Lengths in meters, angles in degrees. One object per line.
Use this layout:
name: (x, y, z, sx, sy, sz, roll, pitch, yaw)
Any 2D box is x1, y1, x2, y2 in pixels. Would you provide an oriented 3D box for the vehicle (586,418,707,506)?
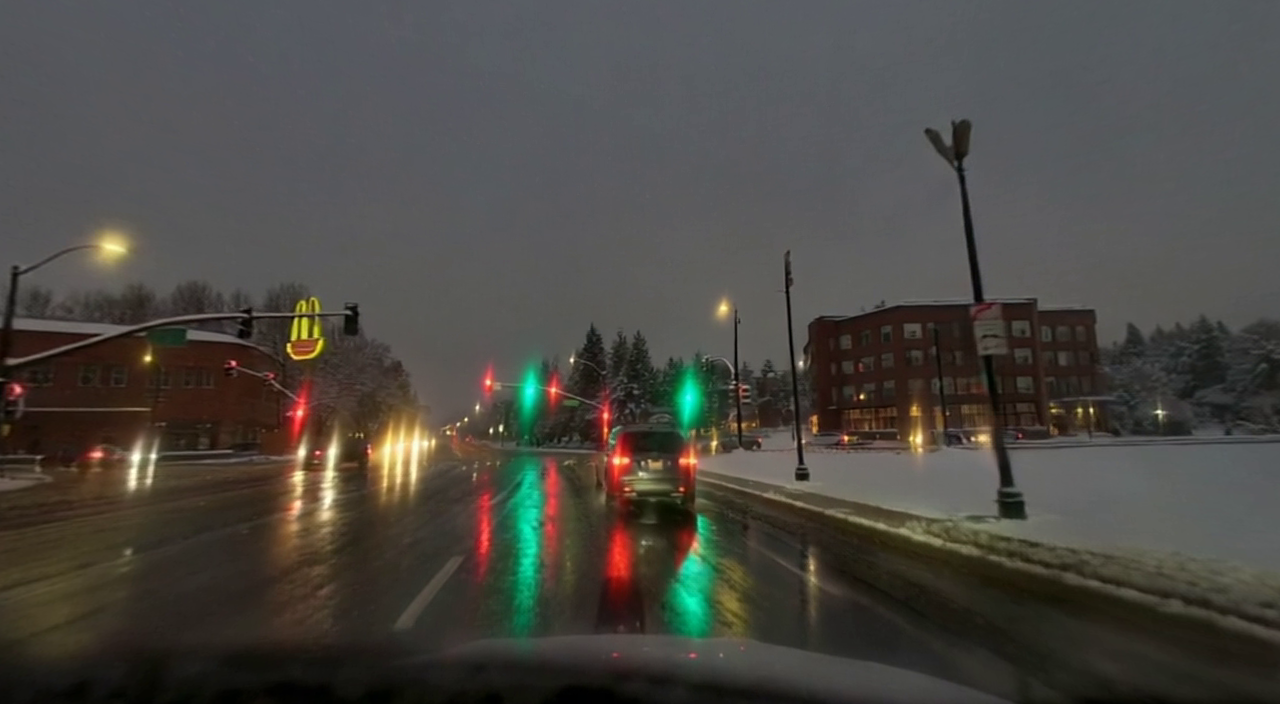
vehicle: (-0.039, 2.444, 14.461, 2.230, 1.683, 4.204, 1, -8, -7)

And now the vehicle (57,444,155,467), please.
vehicle: (-36.697, 7.083, 43.509, 4.692, 1.476, 1.992, 1, -8, -7)

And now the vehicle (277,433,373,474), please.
vehicle: (-12.193, 3.947, 24.817, 1.924, 1.458, 4.448, 1, -8, -6)
